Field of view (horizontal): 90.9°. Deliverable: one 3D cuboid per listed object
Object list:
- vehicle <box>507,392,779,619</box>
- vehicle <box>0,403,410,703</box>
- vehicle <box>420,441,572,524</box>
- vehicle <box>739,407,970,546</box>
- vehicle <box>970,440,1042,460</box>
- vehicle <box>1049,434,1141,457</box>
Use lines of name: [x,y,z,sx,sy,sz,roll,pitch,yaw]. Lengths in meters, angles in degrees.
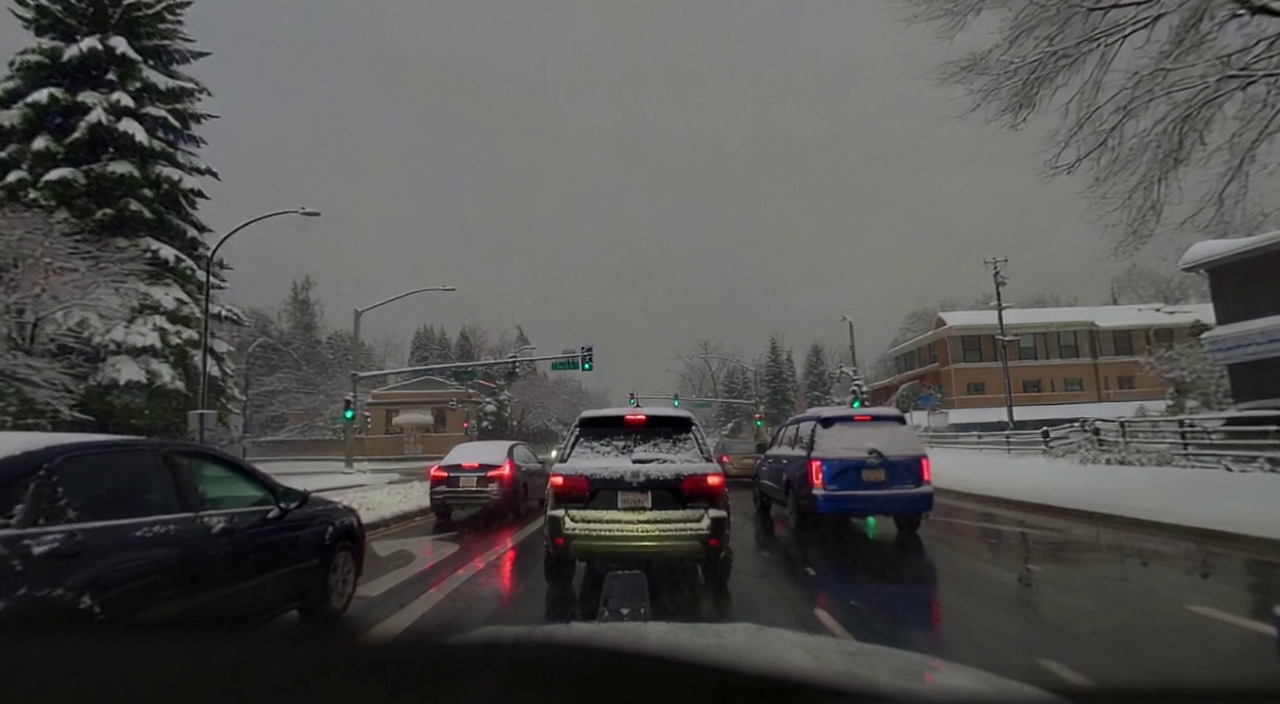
vehicle: [0.034,1.490,6.958,2.113,1.768,3.901,0,-9,0]
vehicle: [-3.095,1.129,3.519,1.909,1.476,4.751,0,-9,-1]
vehicle: [-2.809,2.661,13.529,2.072,1.450,4.612,0,-9,1]
vehicle: [3.399,2.125,11.499,2.408,1.908,5.355,0,-9,1]
vehicle: [26.496,7.095,45.752,4.180,1.376,1.583,0,-9,2]
vehicle: [32.788,6.776,45.562,4.869,1.622,2.230,0,-9,1]
